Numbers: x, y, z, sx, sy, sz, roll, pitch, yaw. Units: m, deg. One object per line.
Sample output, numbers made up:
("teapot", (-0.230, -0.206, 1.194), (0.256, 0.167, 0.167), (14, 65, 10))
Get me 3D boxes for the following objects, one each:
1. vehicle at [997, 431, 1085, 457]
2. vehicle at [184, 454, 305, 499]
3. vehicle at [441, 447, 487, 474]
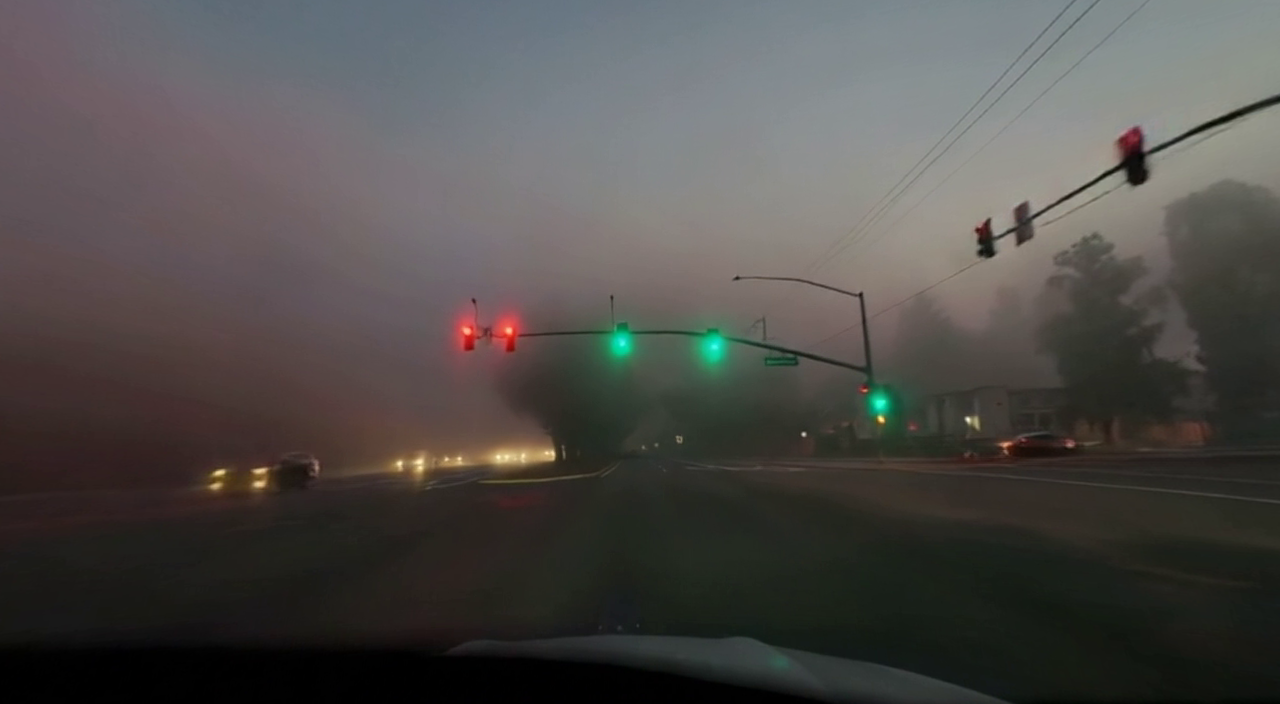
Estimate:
("vehicle", (24.944, 5.755, 39.345), (4.439, 1.454, 1.842), (-7, -10, 34))
("vehicle", (-15.154, 4.761, 24.539), (1.891, 1.484, 4.441), (-1, -9, -1))
("vehicle", (-12.169, 7.466, 43.888), (1.912, 1.509, 4.425), (-4, -7, -1))
